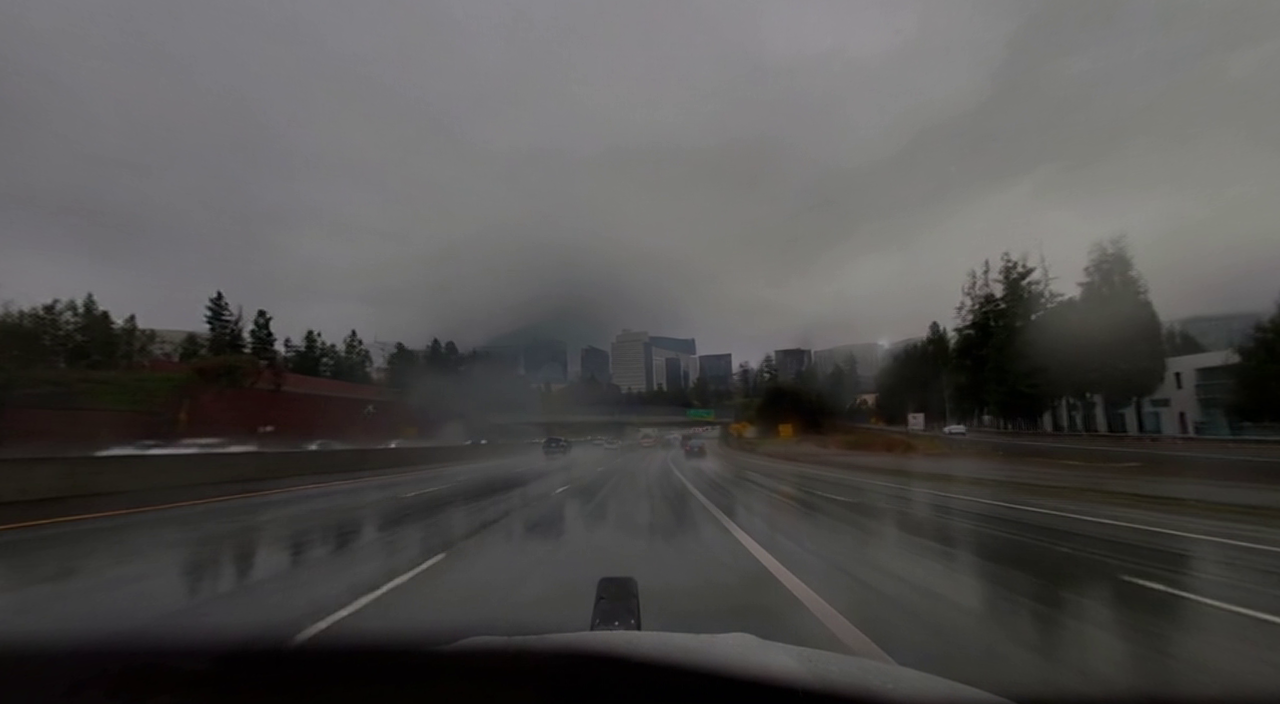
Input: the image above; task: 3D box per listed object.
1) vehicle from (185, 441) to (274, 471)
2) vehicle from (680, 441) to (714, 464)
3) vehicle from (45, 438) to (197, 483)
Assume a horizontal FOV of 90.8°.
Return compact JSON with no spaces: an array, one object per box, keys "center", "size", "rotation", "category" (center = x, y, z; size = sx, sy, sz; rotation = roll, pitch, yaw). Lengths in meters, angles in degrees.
[{"center":[-23.214,5.882,35.937],"size":[1.899,1.560,4.551],"rotation":[0,-8,1],"category":"vehicle"},{"center":[3.817,6.815,43.044],"size":[1.967,1.475,4.080],"rotation":[0,-8,1],"category":"vehicle"},{"center":[-19.514,4.079,24.070],"size":[1.912,1.536,4.459],"rotation":[0,-8,1],"category":"vehicle"}]
